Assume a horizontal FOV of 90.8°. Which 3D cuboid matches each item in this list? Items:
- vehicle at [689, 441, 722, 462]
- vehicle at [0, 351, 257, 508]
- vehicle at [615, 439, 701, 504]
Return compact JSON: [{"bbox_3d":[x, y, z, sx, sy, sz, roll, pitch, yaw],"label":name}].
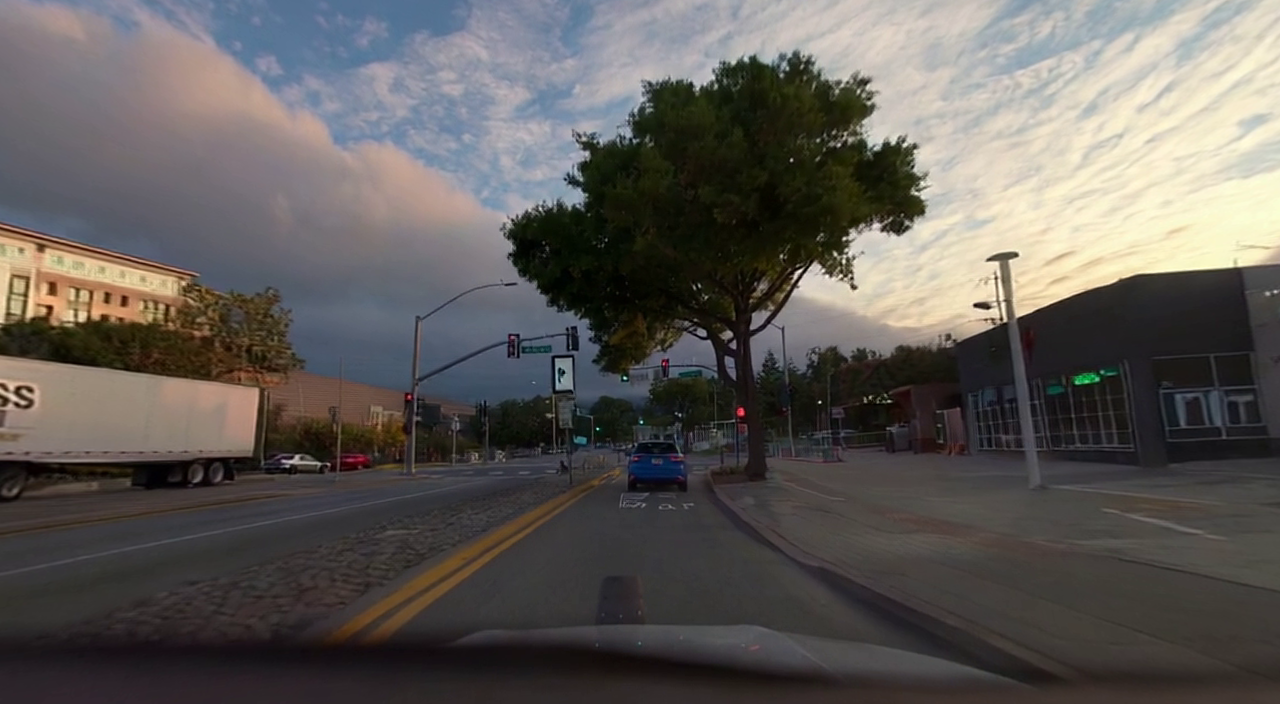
[{"bbox_3d":[4.906,7.329,46.689,2.012,1.468,4.169,-2,-9,11],"label":"vehicle"},{"bbox_3d":[-17.433,2.224,17.926,2.792,4.025,11.784,-3,-9,20],"label":"vehicle"},{"bbox_3d":[0.501,3.064,16.626,2.006,1.470,3.799,-1,-8,3],"label":"vehicle"}]
